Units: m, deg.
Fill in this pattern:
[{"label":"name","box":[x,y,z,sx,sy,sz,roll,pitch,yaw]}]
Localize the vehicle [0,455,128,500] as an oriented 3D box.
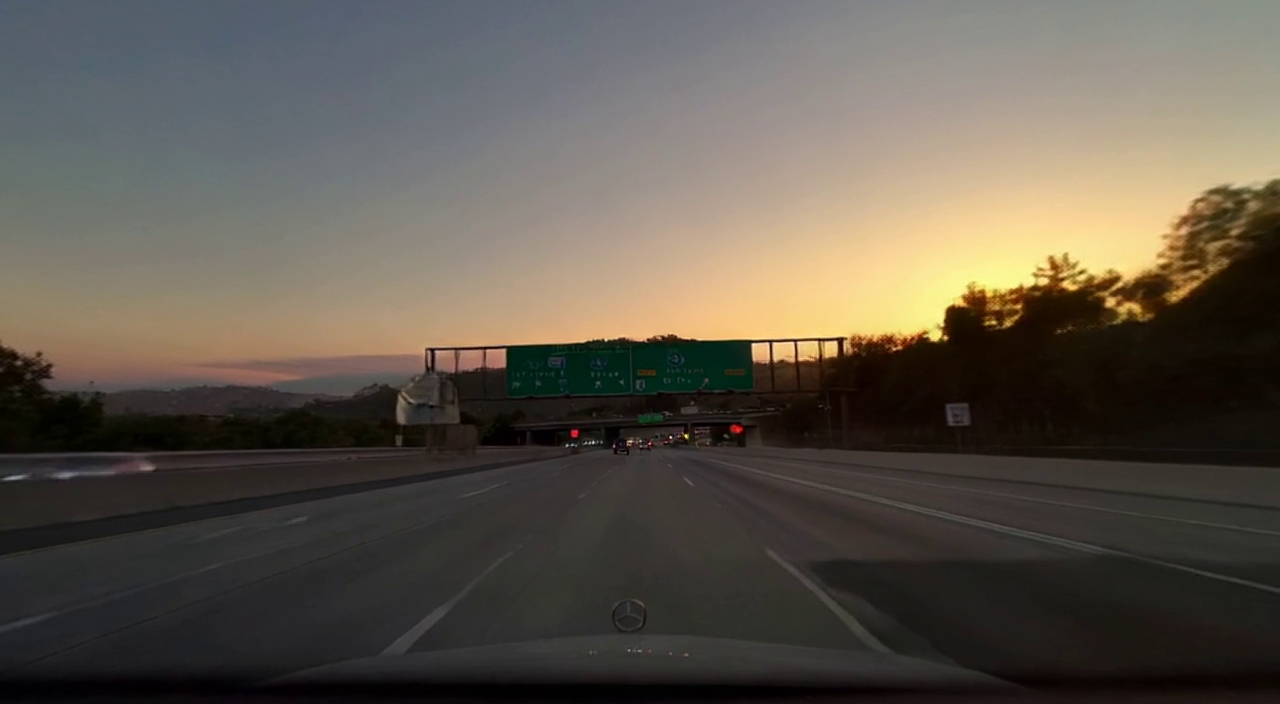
[{"label":"vehicle","box":[-21.935,4.601,23.445,1.876,1.404,4.678,-1,-8,0]}]
